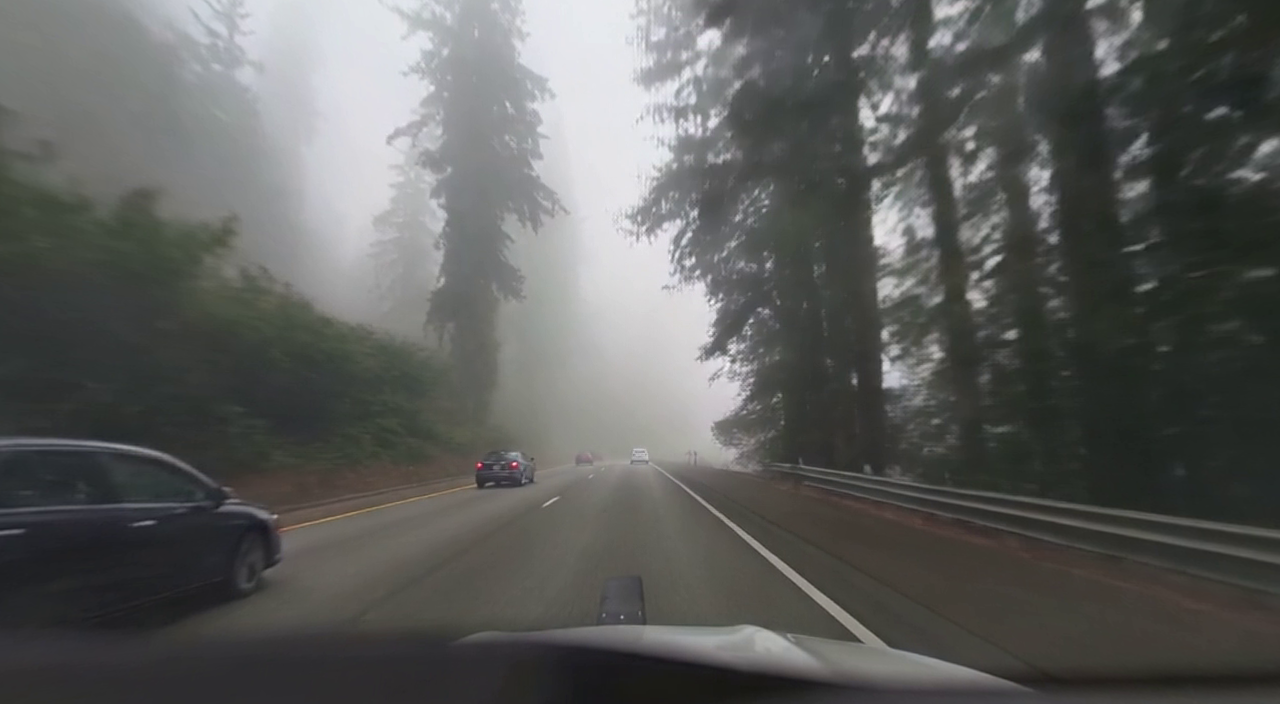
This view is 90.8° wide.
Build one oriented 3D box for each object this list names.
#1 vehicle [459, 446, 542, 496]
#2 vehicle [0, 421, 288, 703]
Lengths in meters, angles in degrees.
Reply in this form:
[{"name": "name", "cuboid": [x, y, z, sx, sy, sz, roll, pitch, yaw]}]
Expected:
[{"name": "vehicle", "cuboid": [-4.607, 3.974, 21.504, 1.838, 1.508, 4.317, 0, -9, 0]}, {"name": "vehicle", "cuboid": [-4.049, 1.160, 3.550, 1.897, 1.481, 3.859, 0, -9, 0]}]
